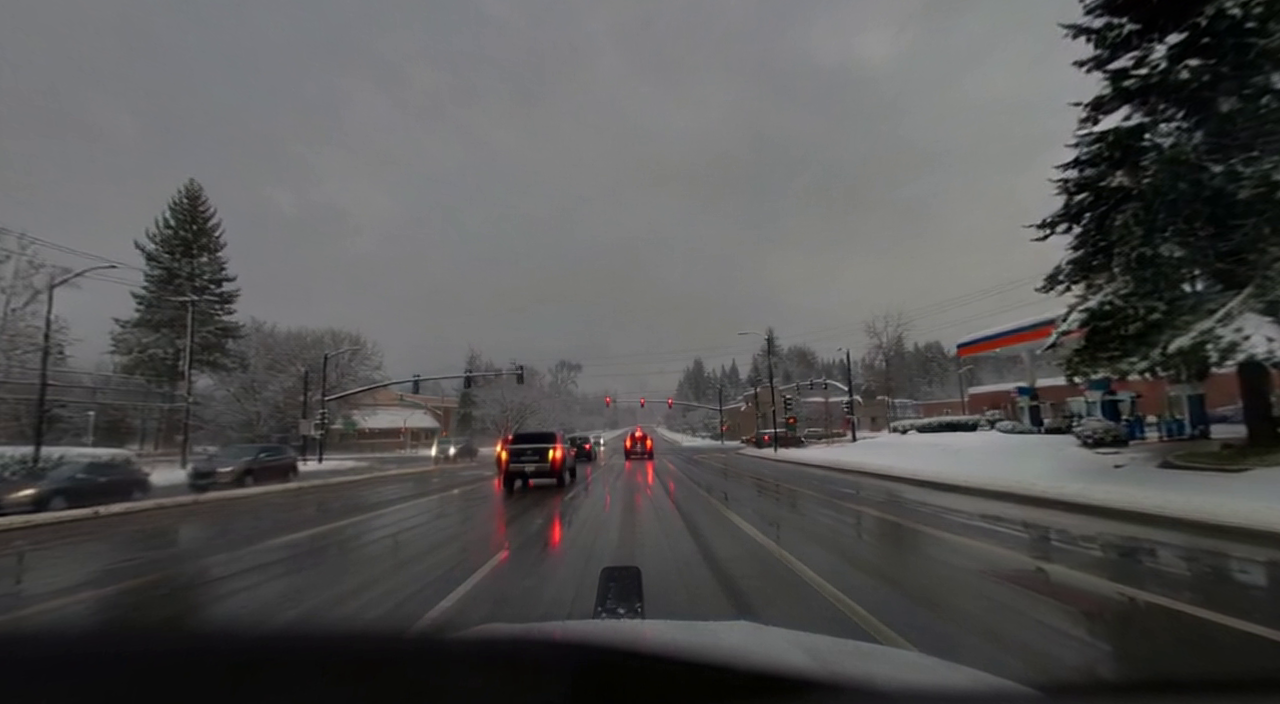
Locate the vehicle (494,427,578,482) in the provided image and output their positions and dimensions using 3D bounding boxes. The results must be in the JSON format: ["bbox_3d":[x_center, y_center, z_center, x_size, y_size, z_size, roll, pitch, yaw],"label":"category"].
[{"bbox_3d":[-3.491,3.555,22.027,2.096,1.718,4.266,0,-9,1],"label":"vehicle"}]

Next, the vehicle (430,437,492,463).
[{"bbox_3d":[-13.501,7.440,48.049,2.238,1.872,5.625,-2,-9,10],"label":"vehicle"}]

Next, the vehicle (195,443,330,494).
[{"bbox_3d":[-13.497,4.164,23.006,1.981,1.671,4.598,0,-9,1],"label":"vehicle"}]

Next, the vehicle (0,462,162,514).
[{"bbox_3d":[-16.950,4.067,19.225,1.765,1.310,3.824,0,-9,0],"label":"vehicle"}]

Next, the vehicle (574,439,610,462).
[{"bbox_3d":[-3.097,6.439,41.257,1.881,1.424,4.098,0,-9,2],"label":"vehicle"}]

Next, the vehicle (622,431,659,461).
[{"bbox_3d":[0.060,6.043,40.541,2.224,1.819,5.005,0,-9,1],"label":"vehicle"}]
